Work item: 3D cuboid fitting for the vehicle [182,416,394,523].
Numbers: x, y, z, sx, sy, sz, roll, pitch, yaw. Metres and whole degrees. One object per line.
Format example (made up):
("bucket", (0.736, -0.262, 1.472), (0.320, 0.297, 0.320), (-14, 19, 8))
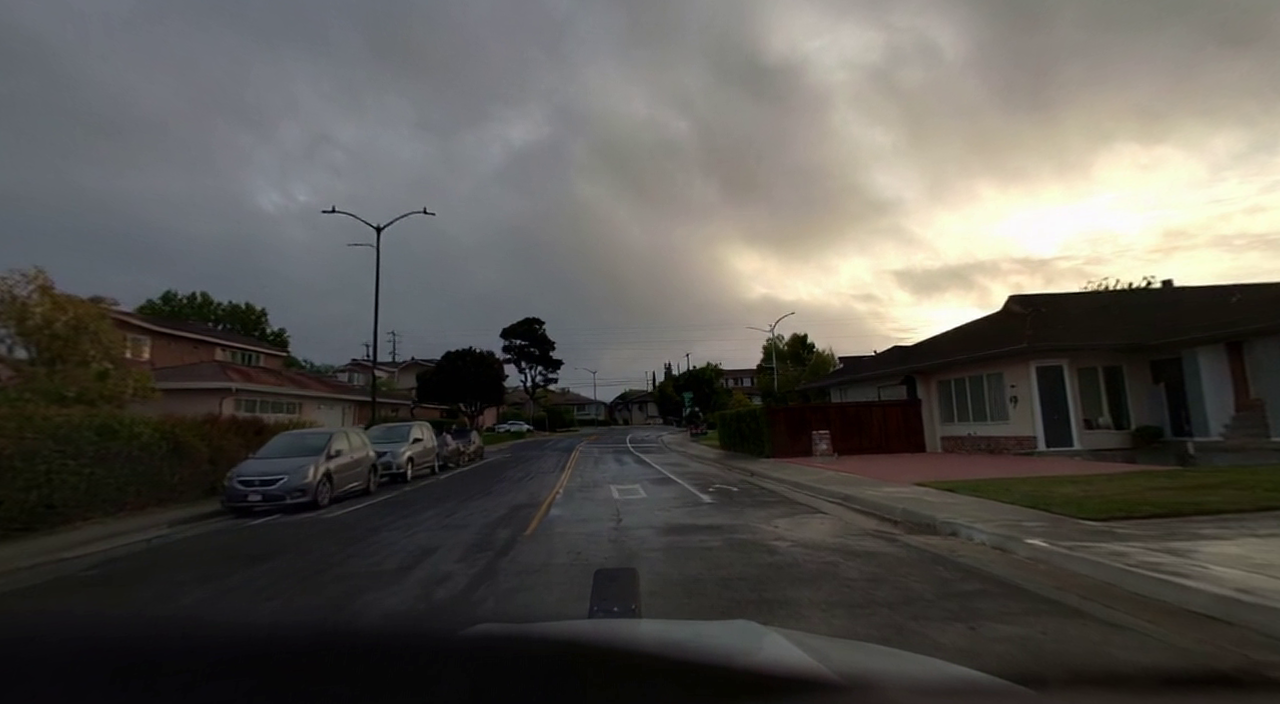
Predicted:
("vehicle", (-6.789, 2.272, 12.827), (2.147, 1.780, 4.165), (0, -8, -5))
